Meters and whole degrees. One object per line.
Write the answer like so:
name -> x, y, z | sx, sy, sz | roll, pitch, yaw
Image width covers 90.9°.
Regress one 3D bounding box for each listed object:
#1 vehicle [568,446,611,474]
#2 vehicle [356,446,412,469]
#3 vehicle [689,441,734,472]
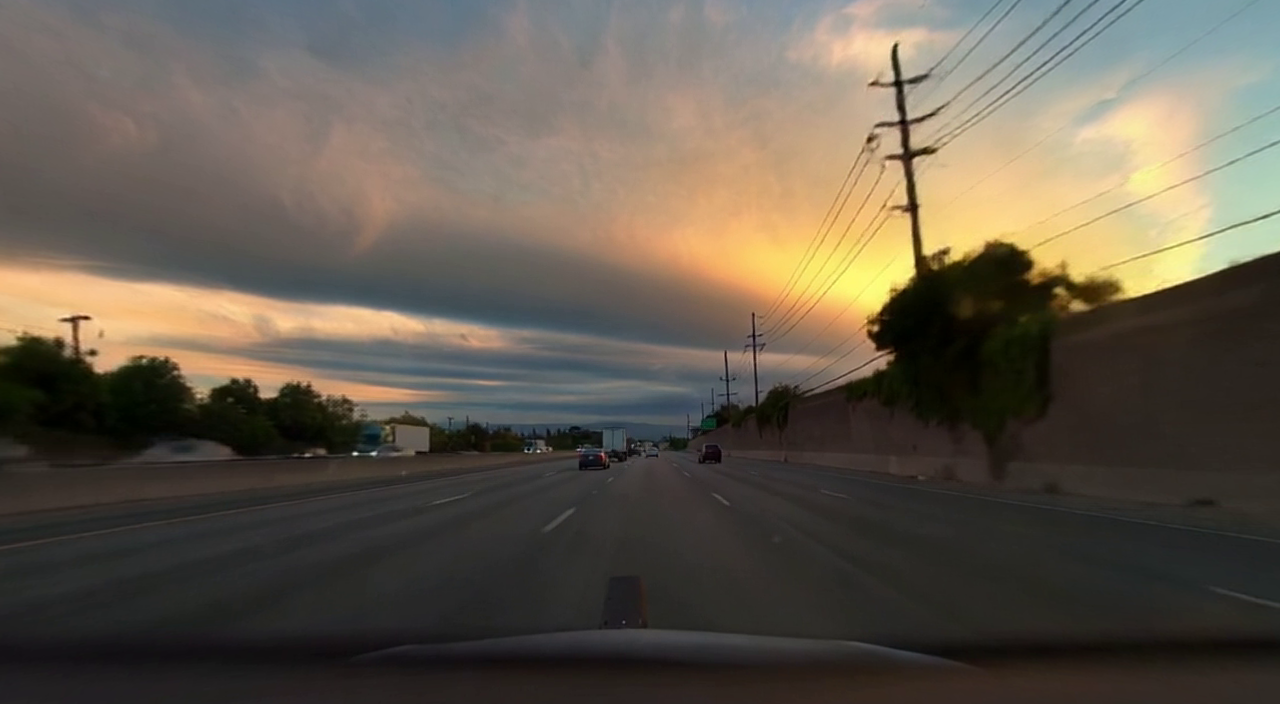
vehicle -> -2.777, 6.062, 35.513 | 2.004, 1.498, 4.043 | 0, -9, 1
vehicle -> -18.105, 7.476, 44.849 | 1.944, 1.513, 4.559 | 0, -9, 2
vehicle -> 4.427, 6.542, 39.627 | 2.214, 1.799, 4.627 | 0, -9, -1
